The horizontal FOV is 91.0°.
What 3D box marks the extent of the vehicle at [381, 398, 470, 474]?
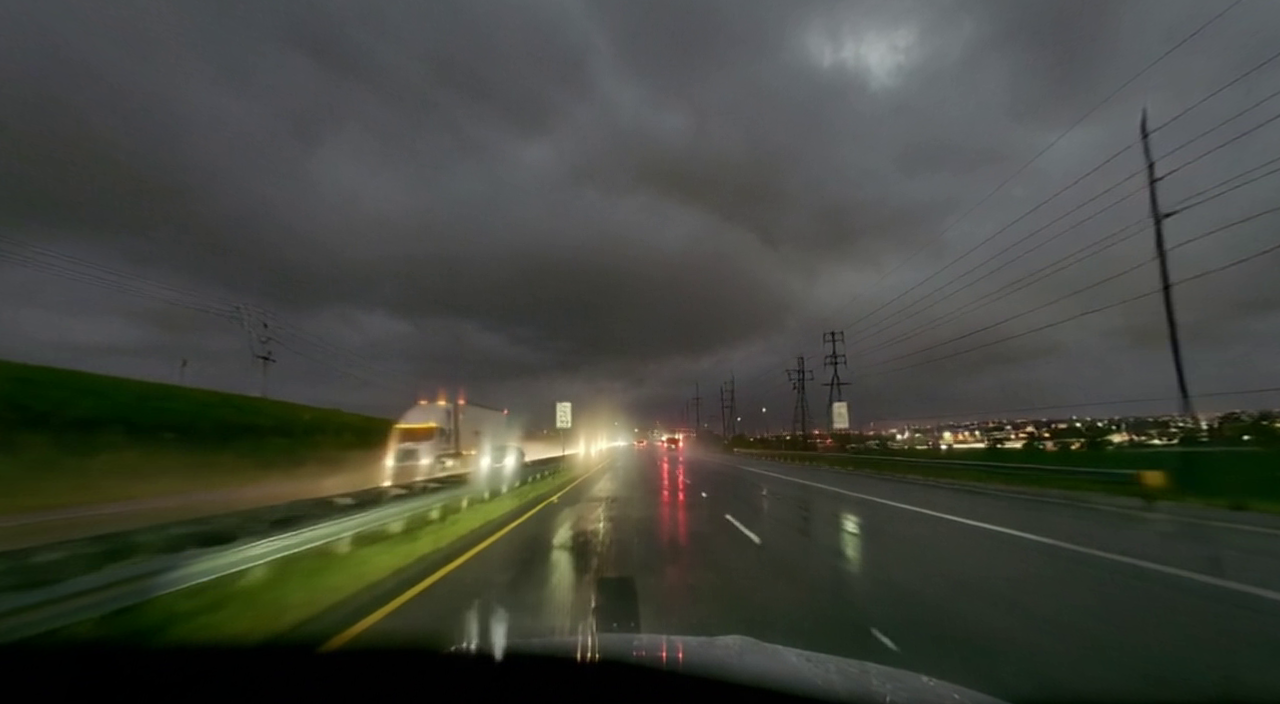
[{"bbox_3d":[-12.138,4.865,36.315,3.013,3.970,5.892,-1,-8,0],"label":"vehicle"}]
